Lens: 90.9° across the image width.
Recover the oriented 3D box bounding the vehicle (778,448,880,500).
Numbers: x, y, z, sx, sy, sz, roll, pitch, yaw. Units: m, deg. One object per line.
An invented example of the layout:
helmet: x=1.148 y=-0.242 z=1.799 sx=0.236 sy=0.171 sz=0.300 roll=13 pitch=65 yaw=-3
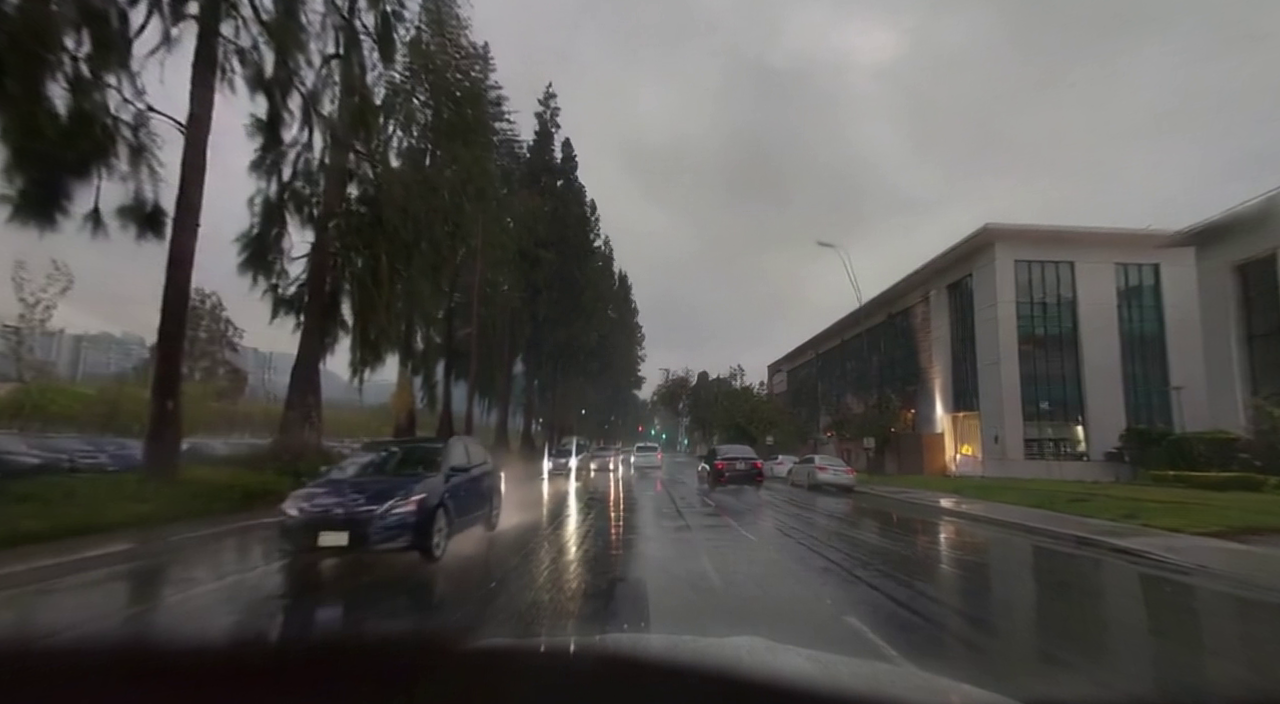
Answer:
vehicle: x=5.913 y=3.839 z=20.374 sx=1.885 sy=1.467 sz=4.546 roll=0 pitch=-9 yaw=0

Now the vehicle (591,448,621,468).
vehicle: x=-2.578 y=8.182 z=48.695 sx=2.007 sy=1.465 sz=4.440 roll=0 pitch=-9 yaw=1

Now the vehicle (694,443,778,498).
vehicle: x=2.910 y=3.692 z=20.053 sx=1.991 sy=1.536 sz=4.116 roll=0 pitch=-9 yaw=-1

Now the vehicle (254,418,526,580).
vehicle: x=-3.075 y=1.905 z=8.973 sx=2.065 sy=1.708 sz=4.311 roll=0 pitch=-9 yaw=0

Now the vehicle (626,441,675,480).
vehicle: x=0.445 y=4.989 z=29.119 sx=2.105 sy=1.653 sz=3.887 roll=0 pitch=-9 yaw=0

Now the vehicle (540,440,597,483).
vehicle: x=-3.187 y=4.989 z=28.975 sx=2.041 sy=1.788 sz=4.527 roll=0 pitch=-9 yaw=1
